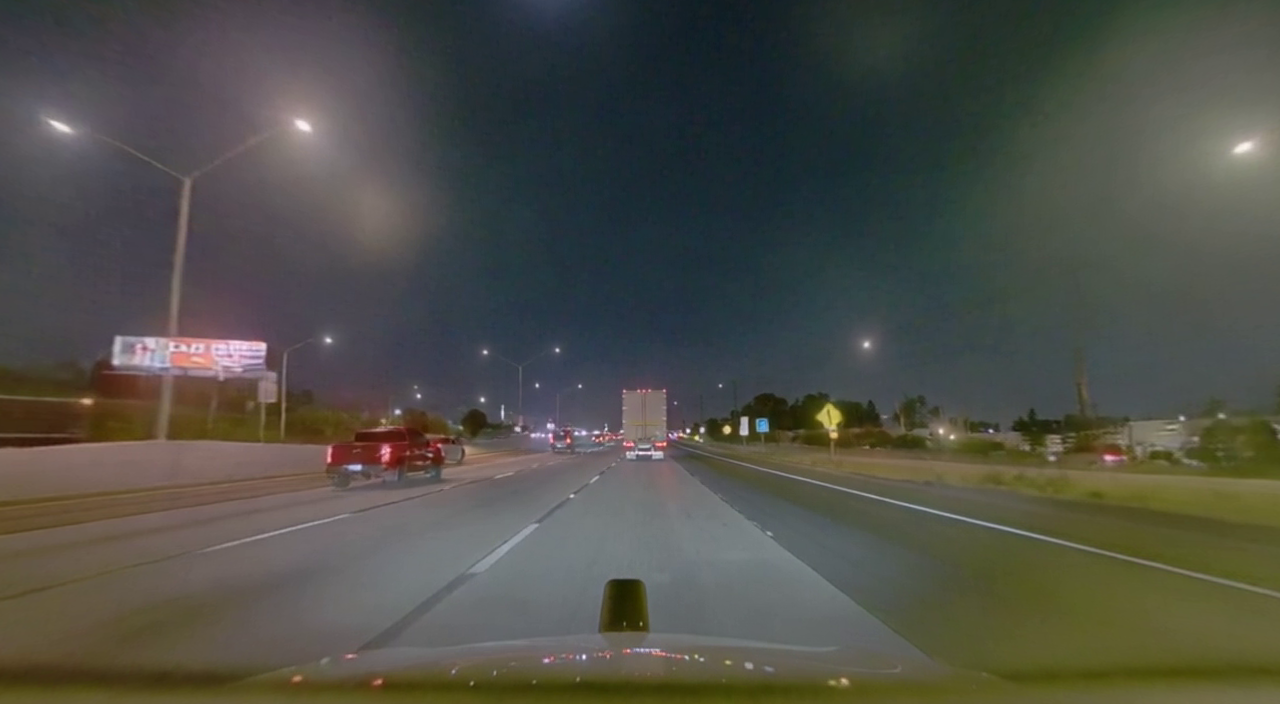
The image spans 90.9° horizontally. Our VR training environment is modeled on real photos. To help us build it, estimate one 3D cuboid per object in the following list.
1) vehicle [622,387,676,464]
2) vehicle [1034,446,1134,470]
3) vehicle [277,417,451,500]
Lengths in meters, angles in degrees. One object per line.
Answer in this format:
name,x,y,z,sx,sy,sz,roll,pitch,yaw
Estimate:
vehicle,0.659,4.704,39.121,2.879,4.027,11.243,0,-8,2
vehicle,28.463,6.768,40.587,1.757,1.437,4.897,5,-10,-30
vehicle,-7.030,2.796,16.913,2.197,1.847,5.364,0,-8,0
